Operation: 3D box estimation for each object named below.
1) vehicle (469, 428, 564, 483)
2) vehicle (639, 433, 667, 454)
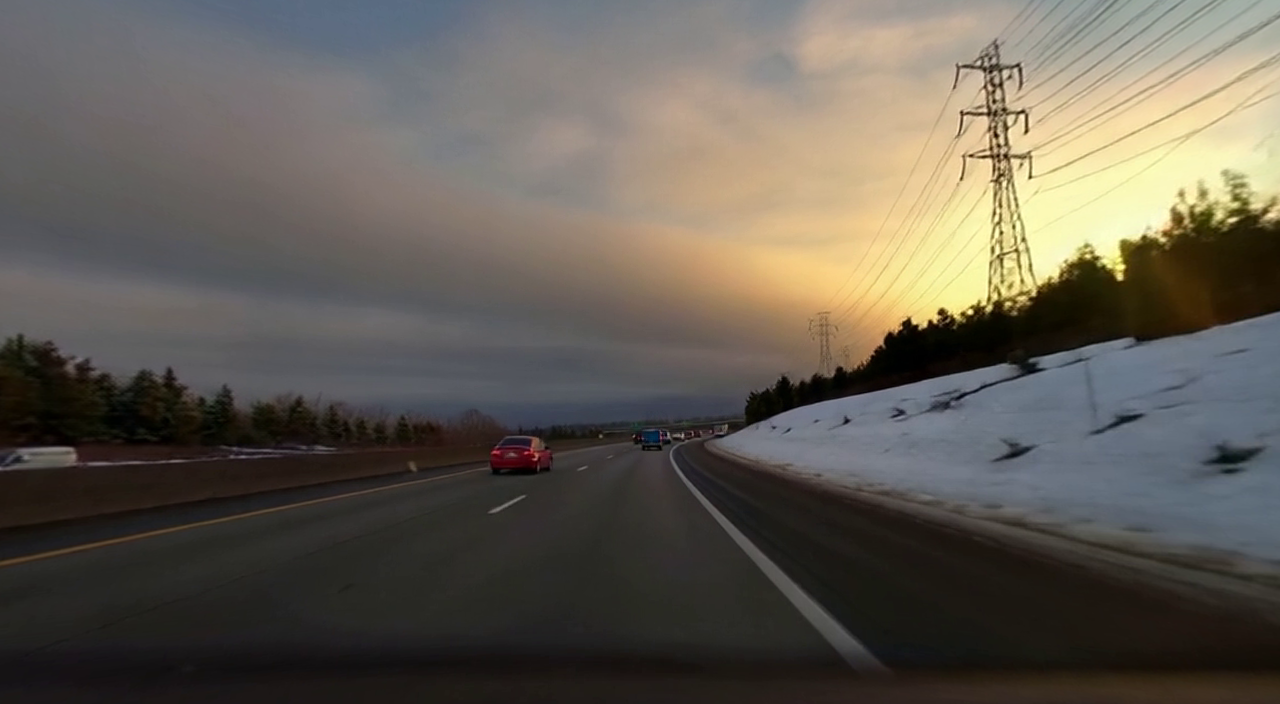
[{"bbox_3d":[-3.750,3.212,19.891,2.030,1.522,4.250,0,-8,1],"label":"vehicle"},{"bbox_3d":[1.031,6.910,47.480,2.077,1.523,4.206,0,-8,3],"label":"vehicle"}]
